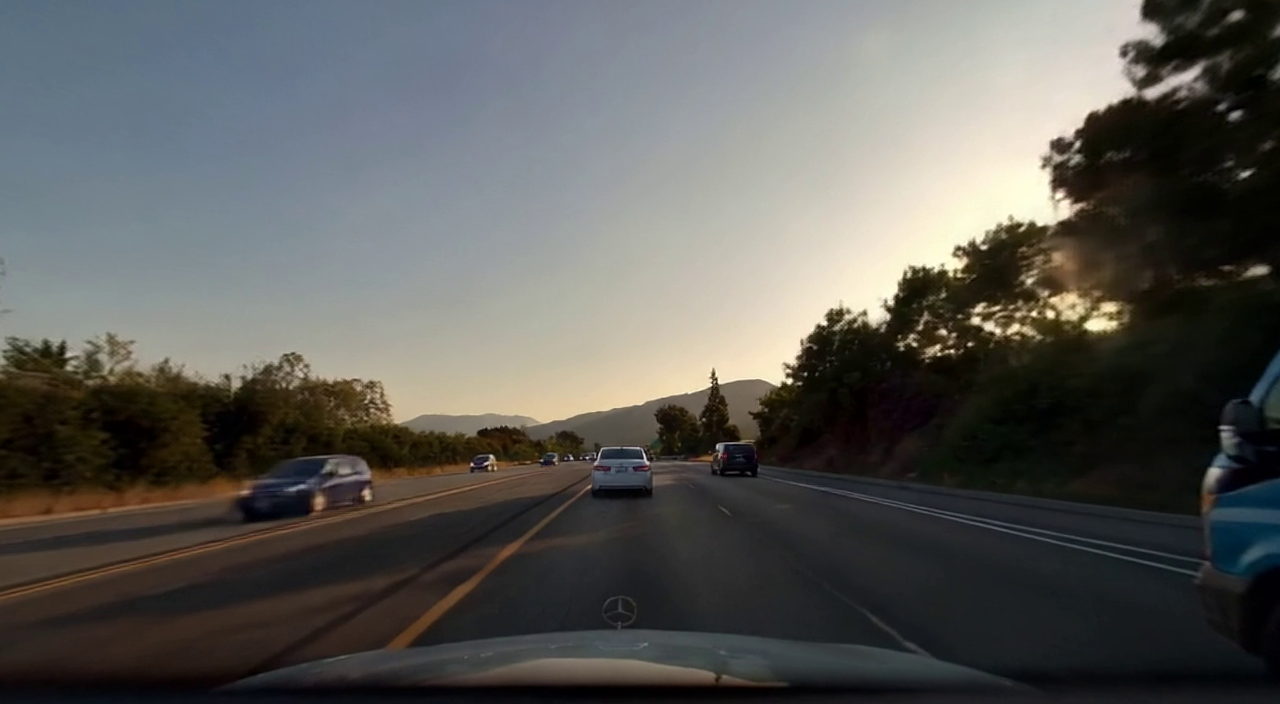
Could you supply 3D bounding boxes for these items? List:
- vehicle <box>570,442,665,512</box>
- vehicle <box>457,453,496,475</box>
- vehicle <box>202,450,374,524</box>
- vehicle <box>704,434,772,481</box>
[{"bbox_3d":[-0.484,2.987,15.419,2.029,1.483,3.769,0,-9,0],"label":"vehicle"},{"bbox_3d":[-12.510,8.554,48.120,1.823,1.539,4.087,0,-9,1],"label":"vehicle"},{"bbox_3d":[-8.382,3.206,15.454,1.867,1.515,4.107,0,-9,0],"label":"vehicle"},{"bbox_3d":[4.382,4.801,28.780,2.261,1.952,4.784,0,-9,-1],"label":"vehicle"}]
